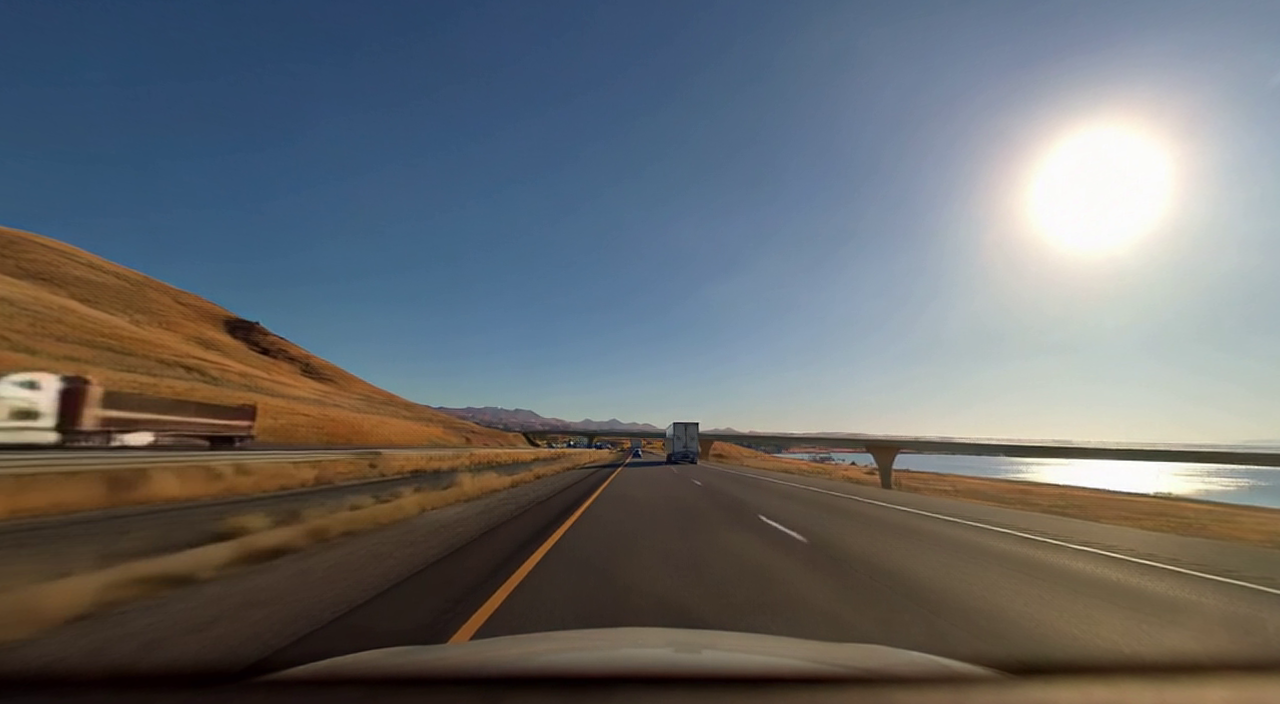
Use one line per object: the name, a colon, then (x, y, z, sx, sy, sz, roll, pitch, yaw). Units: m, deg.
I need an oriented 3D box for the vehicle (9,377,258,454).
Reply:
vehicle: (-32.234, 4.688, 42.111, 3.149, 4.177, 16.156, 1, -9, 1)

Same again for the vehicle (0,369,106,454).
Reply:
vehicle: (-32.230, 3.235, 32.751, 2.909, 4.035, 6.523, 0, -9, 0)
